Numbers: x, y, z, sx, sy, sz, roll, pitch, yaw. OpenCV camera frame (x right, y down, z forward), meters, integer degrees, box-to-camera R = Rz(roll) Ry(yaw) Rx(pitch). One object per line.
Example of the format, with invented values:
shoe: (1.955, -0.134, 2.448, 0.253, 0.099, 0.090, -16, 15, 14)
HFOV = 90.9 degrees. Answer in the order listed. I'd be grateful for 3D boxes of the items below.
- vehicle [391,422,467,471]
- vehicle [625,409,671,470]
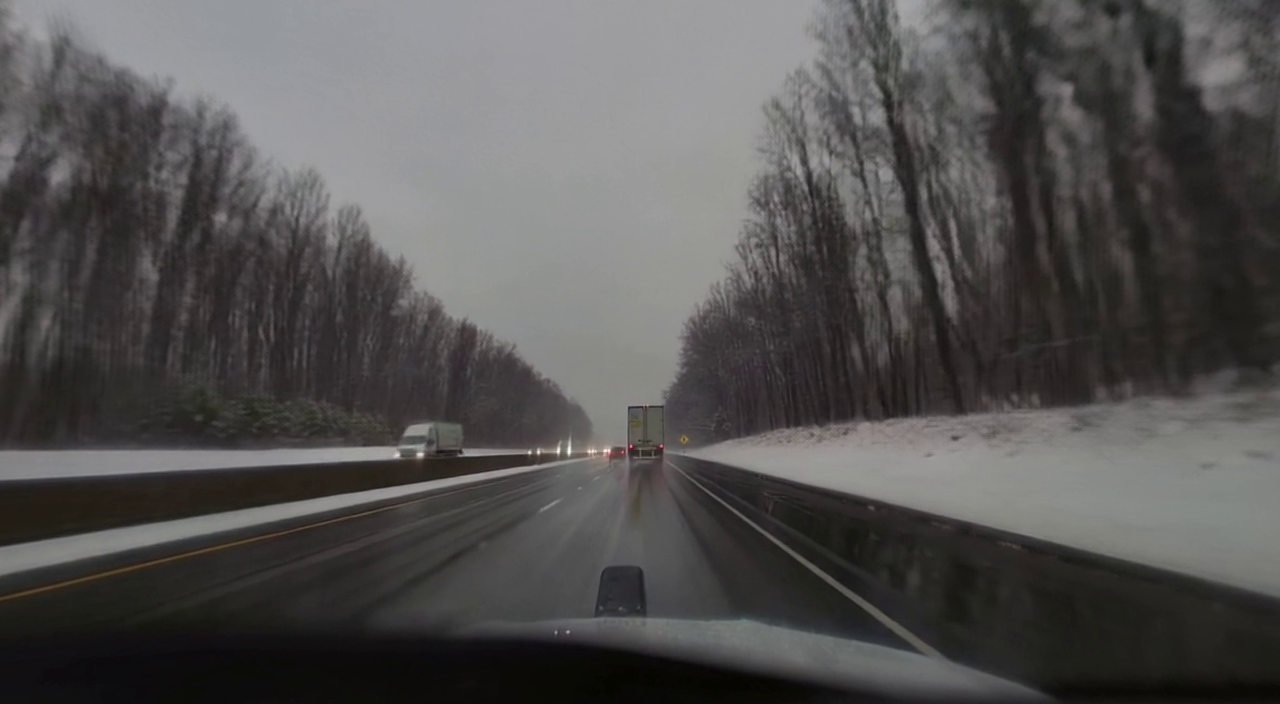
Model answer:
vehicle: (-16.425, 7.494, 49.834, 2.889, 3.506, 8.390, 0, -9, 2)
vehicle: (0.431, 6.512, 46.452, 3.024, 3.965, 10.399, 0, -9, -1)
